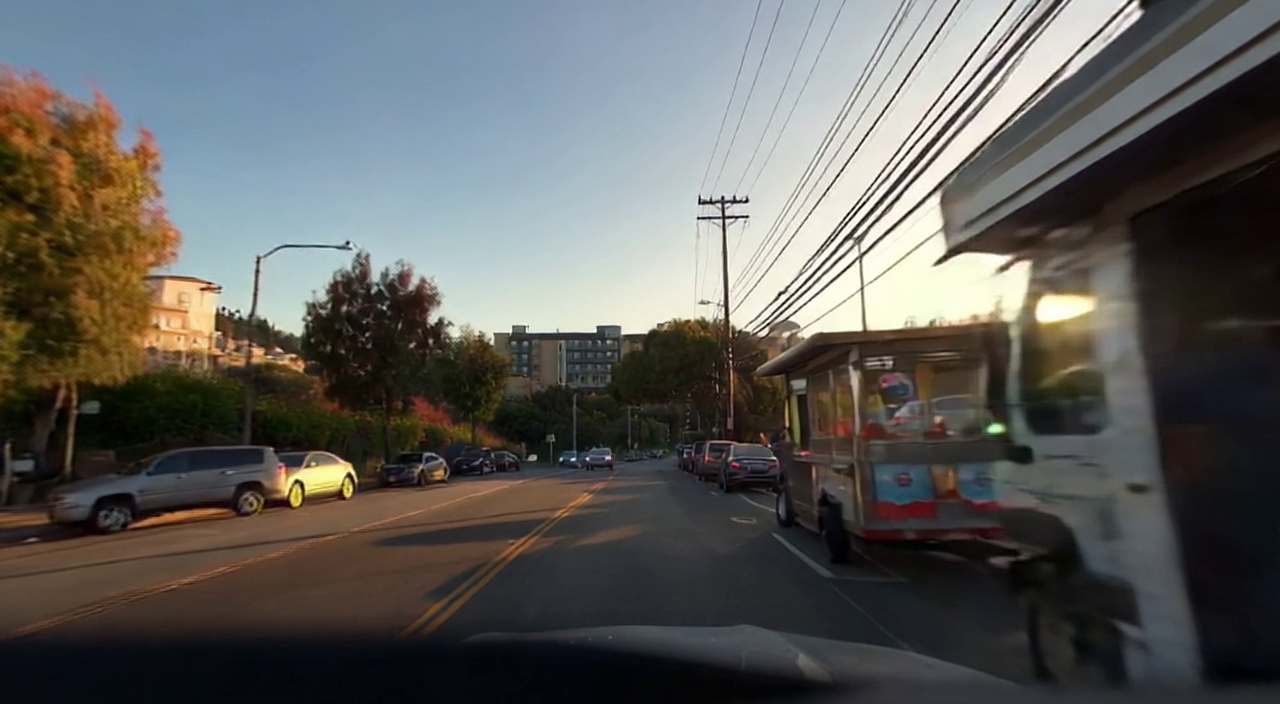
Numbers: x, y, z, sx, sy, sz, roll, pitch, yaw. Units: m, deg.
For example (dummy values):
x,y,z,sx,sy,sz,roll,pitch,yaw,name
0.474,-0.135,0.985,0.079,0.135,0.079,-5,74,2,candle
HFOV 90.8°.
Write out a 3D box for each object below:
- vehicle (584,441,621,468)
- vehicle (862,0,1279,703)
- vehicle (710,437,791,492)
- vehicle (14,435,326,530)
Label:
x,y,z,sx,sy,sz,roll,pitch,yaw,name
-2.565,7.132,44.321,2.103,1.721,4.473,-1,-7,3,vehicle
3.180,-0.188,0.589,2.886,3.321,7.809,0,-7,-1,vehicle
3.616,3.737,21.515,1.936,1.641,4.434,0,-7,0,vehicle
-10.186,2.838,14.371,5.093,1.855,2.338,3,-8,-19,vehicle
